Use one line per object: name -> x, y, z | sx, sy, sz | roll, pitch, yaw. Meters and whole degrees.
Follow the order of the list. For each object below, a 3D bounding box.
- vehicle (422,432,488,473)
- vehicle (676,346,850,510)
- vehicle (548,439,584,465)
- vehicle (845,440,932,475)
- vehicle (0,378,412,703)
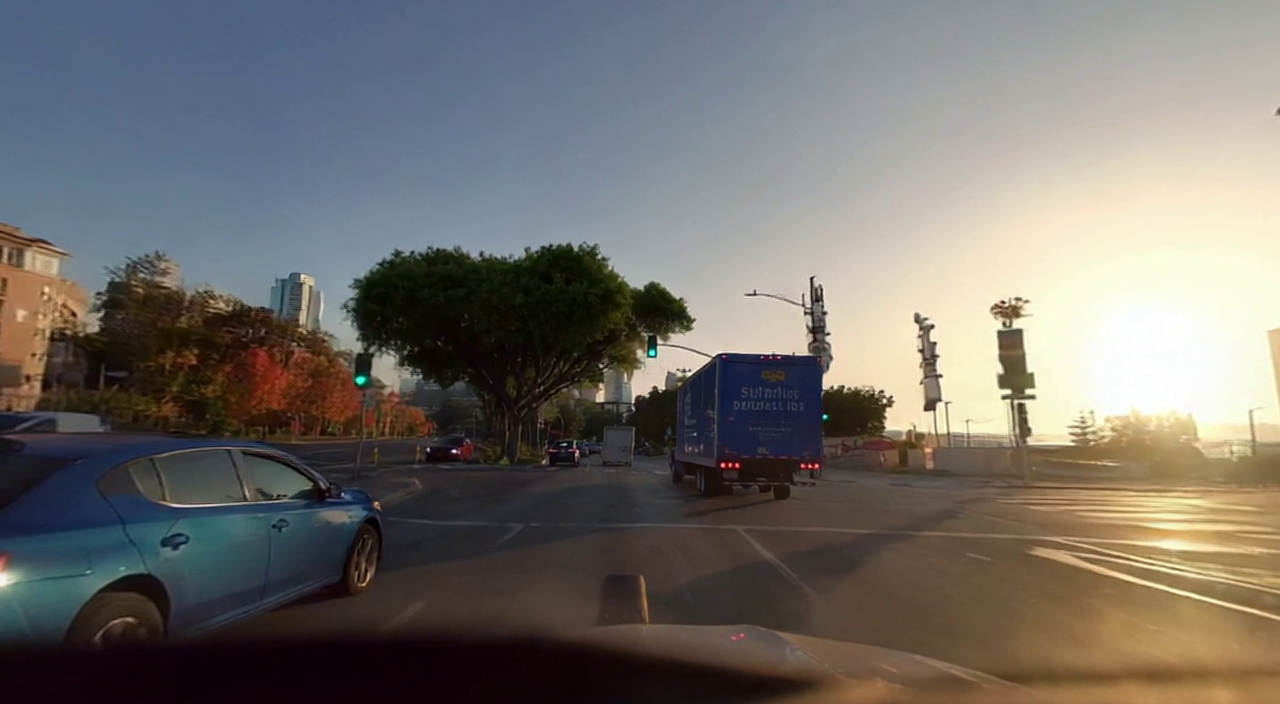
vehicle -> -9.280, 5.080, 31.965 | 2.374, 1.863, 4.751 | 1, -8, -6
vehicle -> 2.978, 2.292, 18.279 | 2.905, 3.644, 8.441 | 0, -8, -3
vehicle -> -5.330, 7.239, 45.587 | 2.388, 1.811, 4.455 | 1, -8, -4
vehicle -> 17.112, 7.217, 43.175 | 5.948, 2.233, 2.406 | 6, -11, -32
vehicle -> -3.137, 1.083, 3.725 | 1.828, 1.515, 4.422 | 0, -8, 1
